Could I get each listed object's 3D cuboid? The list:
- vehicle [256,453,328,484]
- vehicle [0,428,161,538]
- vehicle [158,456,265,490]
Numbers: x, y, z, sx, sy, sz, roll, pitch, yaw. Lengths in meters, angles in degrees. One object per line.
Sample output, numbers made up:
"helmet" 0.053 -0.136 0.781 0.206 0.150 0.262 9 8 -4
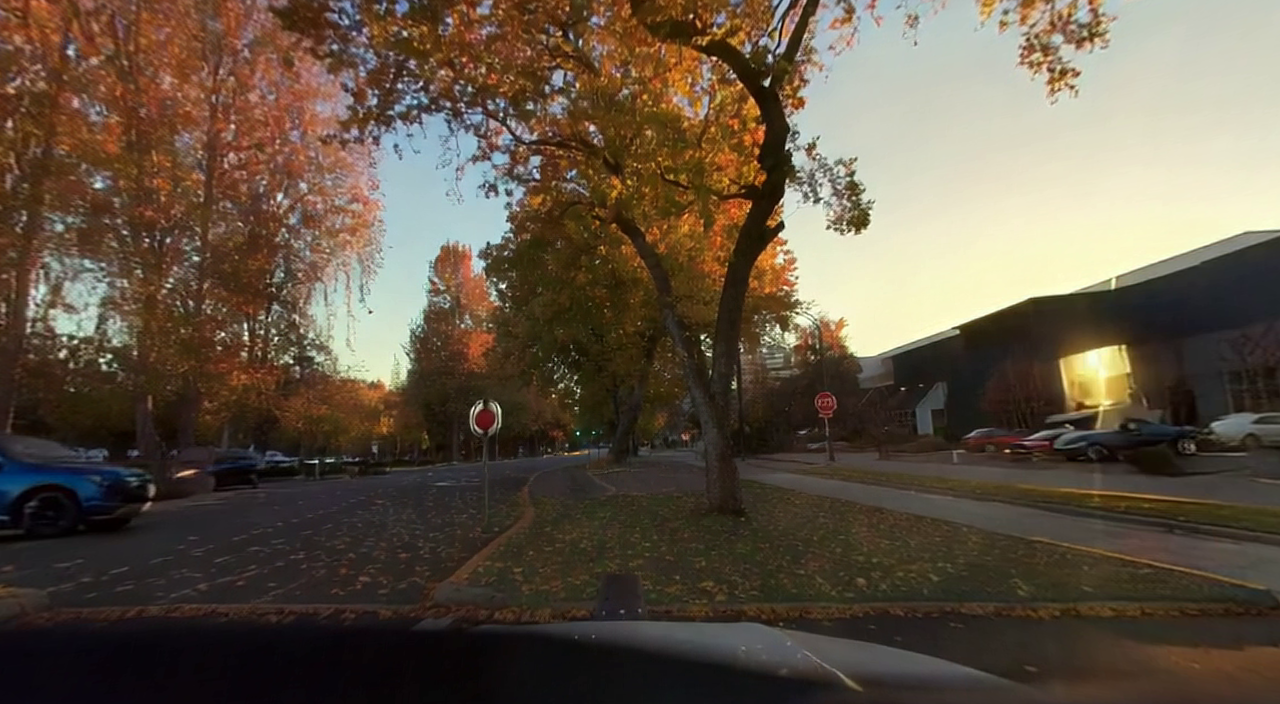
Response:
"vehicle" -21.194 7.075 38.417 1.902 1.720 3.248 -6 -10 33
"vehicle" -13.050 2.519 12.282 5.607 2.012 2.284 6 -10 -33
"vehicle" -23.639 6.652 34.880 1.907 1.644 4.410 -7 -11 37
